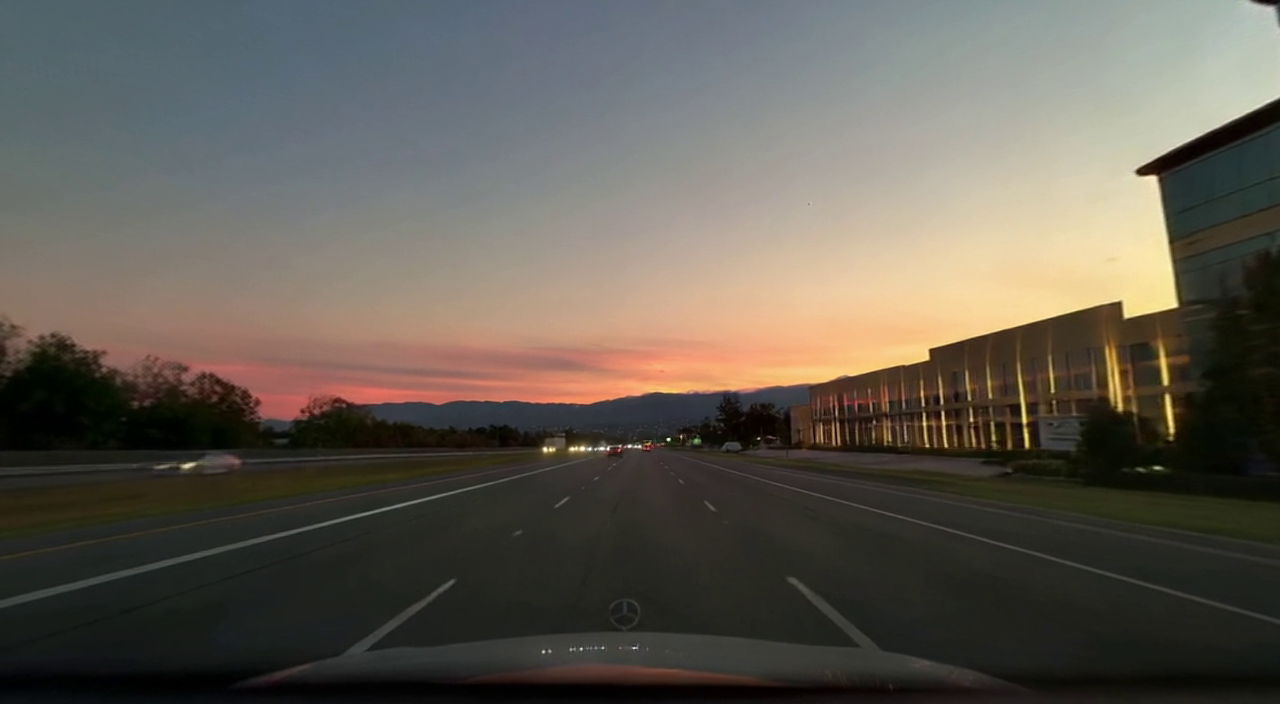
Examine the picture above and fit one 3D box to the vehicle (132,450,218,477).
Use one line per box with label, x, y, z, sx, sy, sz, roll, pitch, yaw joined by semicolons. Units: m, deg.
vehicle;-28.797;6.897;39.161;1.859;1.499;4.471;0;-9;1
